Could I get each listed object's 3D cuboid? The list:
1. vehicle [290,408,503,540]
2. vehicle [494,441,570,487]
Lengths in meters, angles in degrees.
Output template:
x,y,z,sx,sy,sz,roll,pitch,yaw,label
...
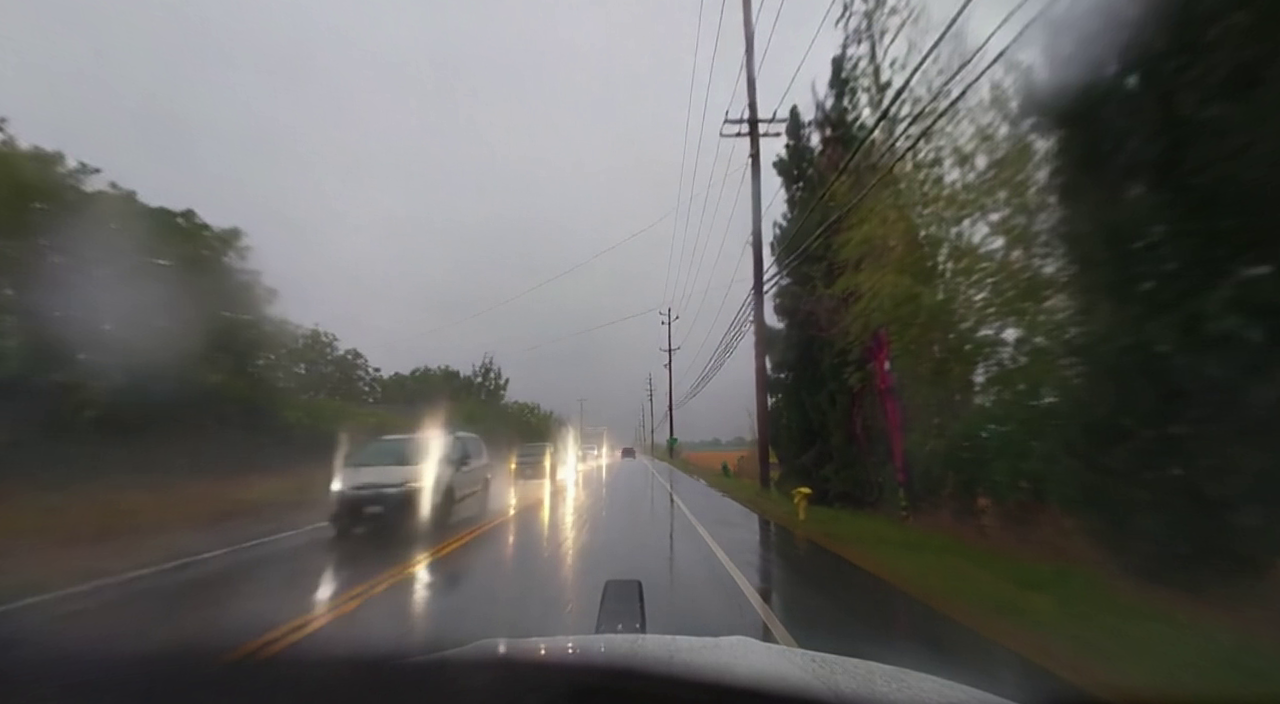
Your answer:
x,y,z,sx,sy,sz,roll,pitch,yaw,label
-4.654,2.376,13.193,2.549,2.028,5.180,-3,-7,-2,vehicle
-4.517,4.734,27.189,2.284,1.634,4.756,-3,-8,1,vehicle
